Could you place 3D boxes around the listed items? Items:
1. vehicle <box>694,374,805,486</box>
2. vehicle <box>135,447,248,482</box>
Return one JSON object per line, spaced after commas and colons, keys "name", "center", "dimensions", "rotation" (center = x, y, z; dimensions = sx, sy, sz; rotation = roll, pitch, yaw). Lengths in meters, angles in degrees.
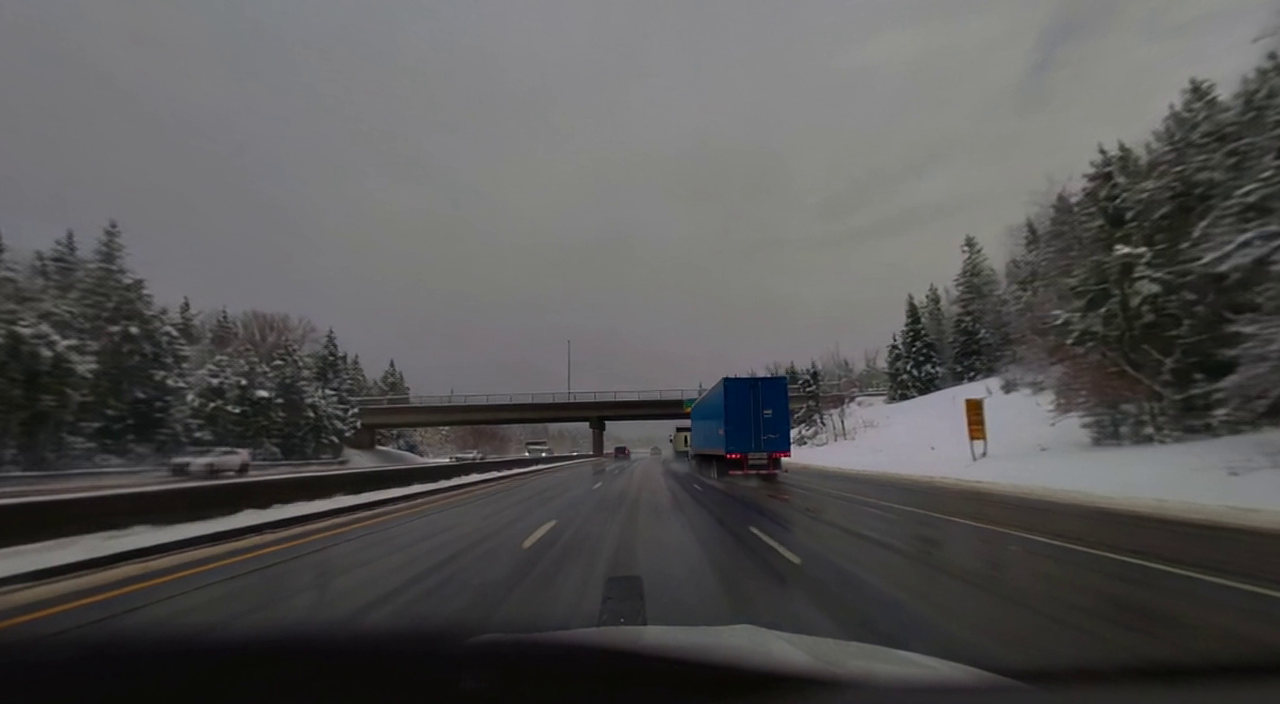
{"name": "vehicle", "center": [4.565, 3.897, 29.947], "dimensions": [2.825, 4.054, 14.210], "rotation": [0, -9, 0]}
{"name": "vehicle", "center": [-20.678, 5.186, 29.343], "dimensions": [1.850, 1.504, 4.549], "rotation": [0, -9, 1]}
